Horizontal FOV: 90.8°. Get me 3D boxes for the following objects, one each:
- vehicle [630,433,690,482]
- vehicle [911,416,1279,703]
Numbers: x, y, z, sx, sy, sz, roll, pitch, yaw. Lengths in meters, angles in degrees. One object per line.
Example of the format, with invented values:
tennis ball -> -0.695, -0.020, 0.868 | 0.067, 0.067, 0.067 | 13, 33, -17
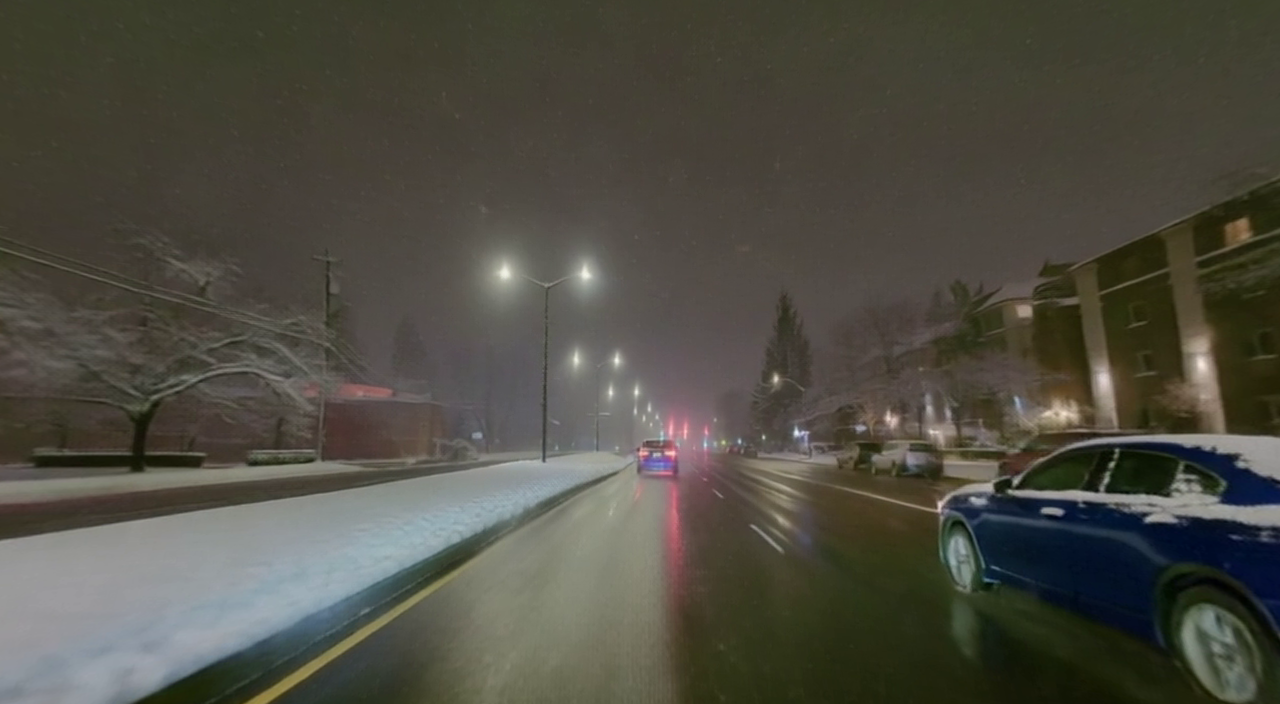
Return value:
vehicle -> 0.719, 4.038, 24.371 | 2.085, 1.693, 4.301 | 0, -8, 0
vehicle -> 3.854, 1.239, 4.465 | 1.918, 1.418, 4.360 | 0, -8, 0
